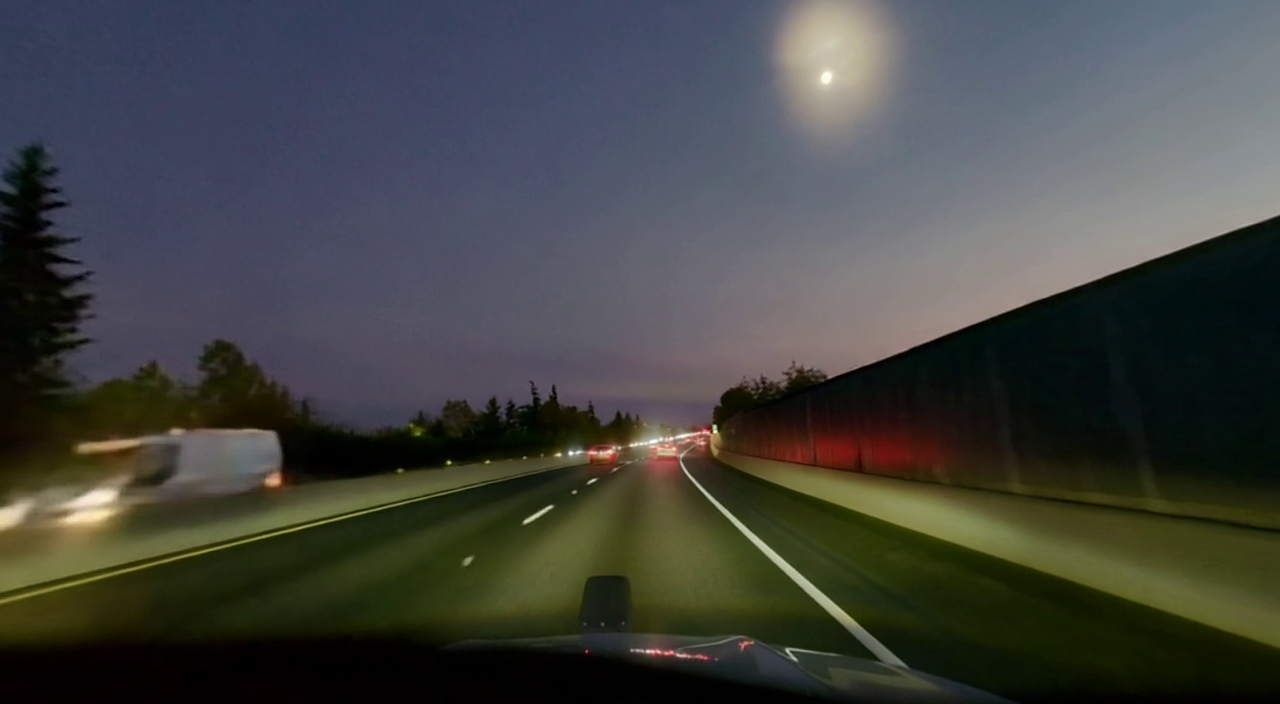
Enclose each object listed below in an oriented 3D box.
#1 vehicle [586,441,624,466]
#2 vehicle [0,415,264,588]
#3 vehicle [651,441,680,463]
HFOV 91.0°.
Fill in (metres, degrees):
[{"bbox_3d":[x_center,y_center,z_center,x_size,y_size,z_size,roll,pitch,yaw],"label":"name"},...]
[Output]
[{"bbox_3d":[-2.221,6.627,41.220,1.985,1.518,3.847,-1,-8,4],"label":"vehicle"},{"bbox_3d":[-10.855,2.652,12.174,2.476,2.598,7.227,0,-8,2],"label":"vehicle"},{"bbox_3d":[1.984,7.614,48.079,2.077,1.533,3.854,-1,-8,4],"label":"vehicle"}]
